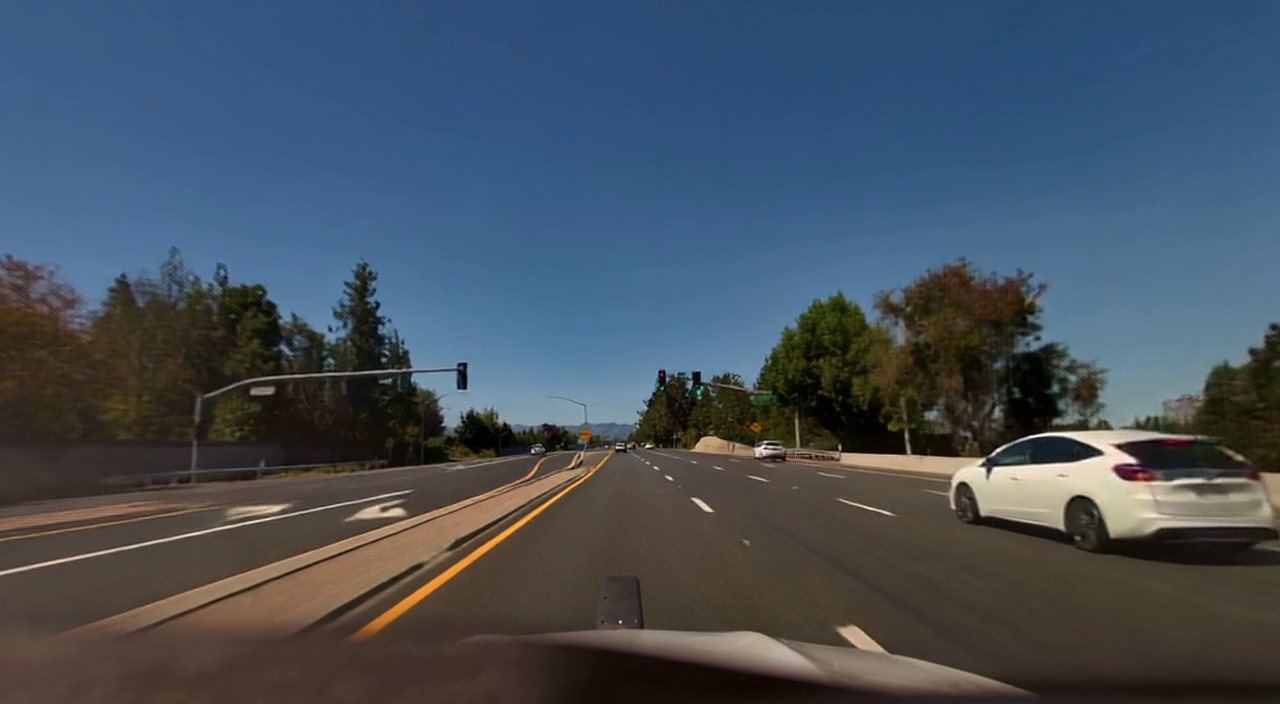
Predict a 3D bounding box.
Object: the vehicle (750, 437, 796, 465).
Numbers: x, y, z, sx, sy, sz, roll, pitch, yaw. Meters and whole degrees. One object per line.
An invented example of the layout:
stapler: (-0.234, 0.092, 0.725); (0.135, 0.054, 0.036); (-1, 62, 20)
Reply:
vehicle: (9.497, 7.109, 45.314); (2.170, 1.830, 4.720); (0, -9, -1)

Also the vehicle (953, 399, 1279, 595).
vehicle: (6.188, 1.601, 7.853); (2.066, 1.683, 4.675); (0, -9, -1)
